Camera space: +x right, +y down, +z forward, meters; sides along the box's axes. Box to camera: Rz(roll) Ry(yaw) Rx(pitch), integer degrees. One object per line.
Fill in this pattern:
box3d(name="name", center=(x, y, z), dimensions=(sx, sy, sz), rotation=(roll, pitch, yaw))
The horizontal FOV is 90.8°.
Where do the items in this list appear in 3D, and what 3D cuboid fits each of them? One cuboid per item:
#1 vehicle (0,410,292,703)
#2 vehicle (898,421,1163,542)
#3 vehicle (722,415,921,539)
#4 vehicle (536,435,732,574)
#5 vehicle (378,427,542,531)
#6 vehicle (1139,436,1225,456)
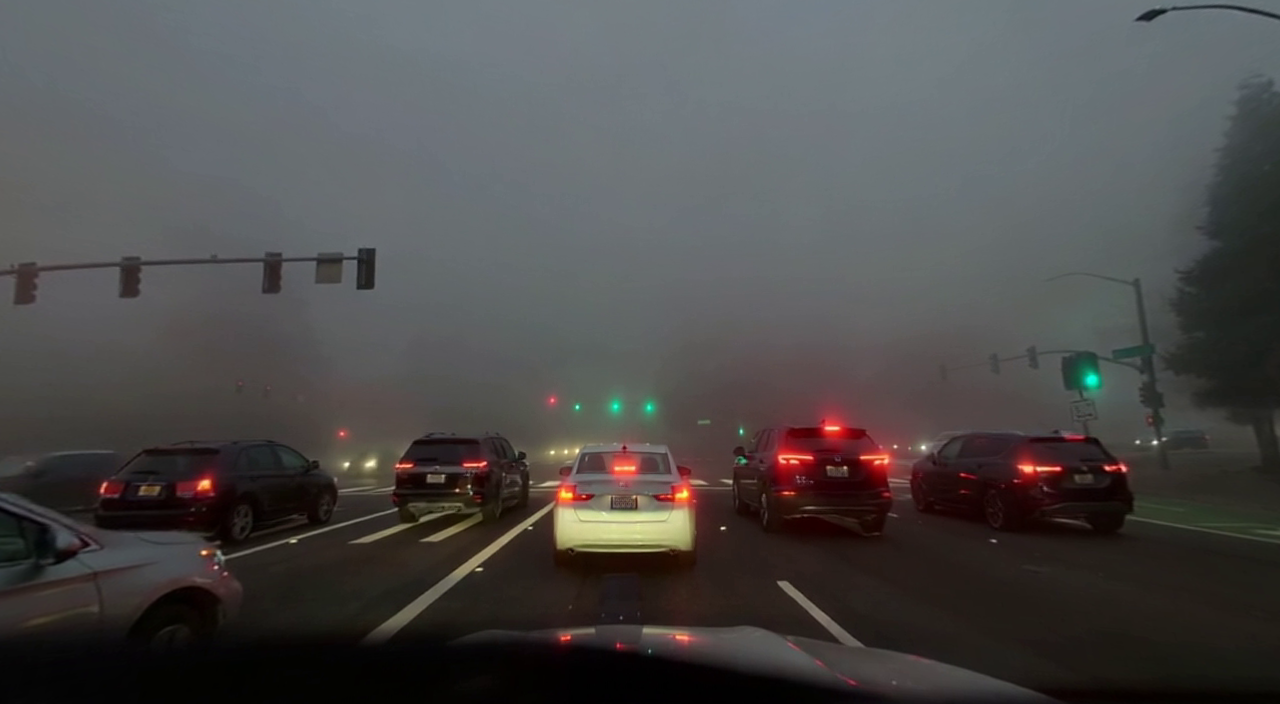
box3d(name="vehicle", center=(-3.189, 0.861, 1.630), dimensions=(2.045, 1.463, 4.490), rotation=(0, -8, -1))
box3d(name="vehicle", center=(6.474, 2.169, 11.220), dimensions=(1.945, 1.706, 4.190), rotation=(0, -8, -1))
box3d(name="vehicle", center=(2.921, 2.141, 11.434), dimensions=(2.138, 1.778, 4.422), rotation=(0, -8, -2))
box3d(name="vehicle", center=(-0.111, 1.936, 8.826), dimensions=(2.098, 1.461, 3.958), rotation=(0, -8, -1))
box3d(name="vehicle", center=(-3.354, 2.451, 12.763), dimensions=(2.033, 1.714, 4.278), rotation=(0, -8, 0))
box3d(name="vehicle", center=(40.060, 6.924, 46.738), dimensions=(4.644, 1.430, 1.781), rotation=(0, -9, -1))
